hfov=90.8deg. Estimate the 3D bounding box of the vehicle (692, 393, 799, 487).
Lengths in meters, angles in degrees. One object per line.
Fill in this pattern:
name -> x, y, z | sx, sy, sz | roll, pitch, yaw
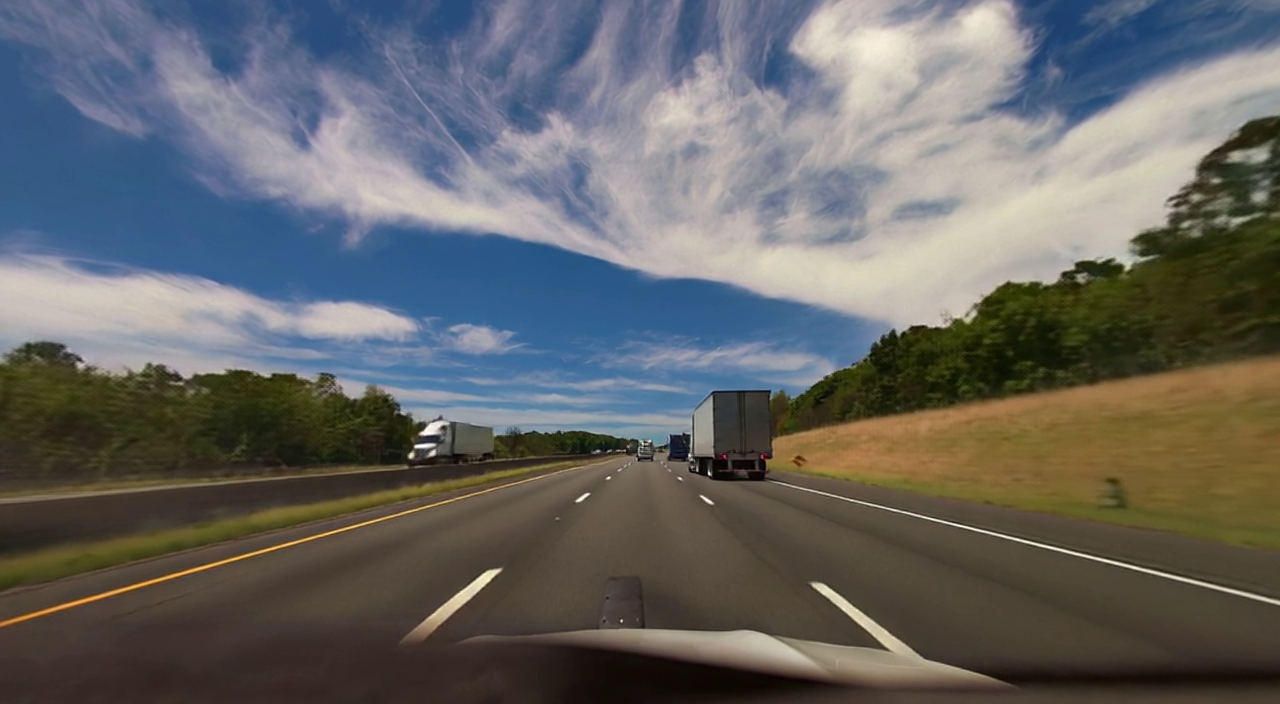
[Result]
vehicle -> 4.187, 3.858, 27.400 | 2.960, 3.381, 8.914 | 0, -9, -1
